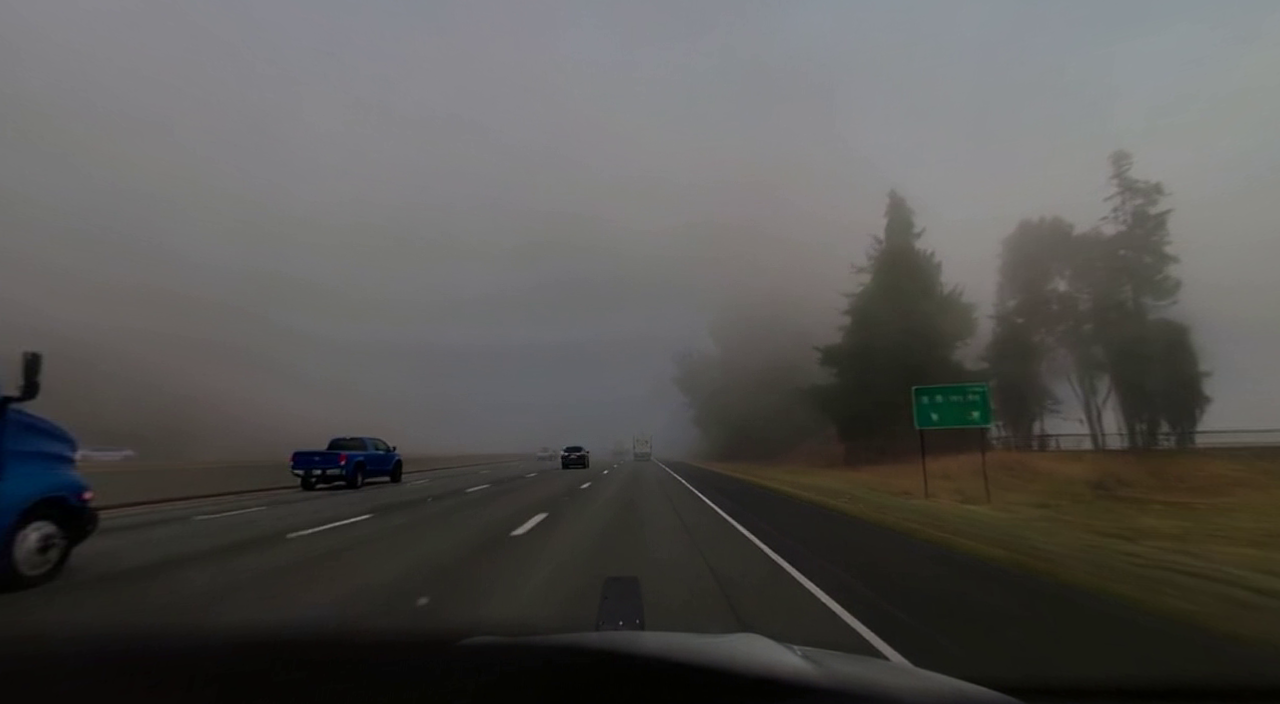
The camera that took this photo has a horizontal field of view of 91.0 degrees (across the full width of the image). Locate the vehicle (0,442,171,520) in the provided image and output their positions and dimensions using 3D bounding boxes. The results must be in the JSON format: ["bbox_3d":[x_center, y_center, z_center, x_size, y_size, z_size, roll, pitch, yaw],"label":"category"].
[{"bbox_3d":[-13.789,2.954,14.969,1.899,1.565,4.358,0,-9,0],"label":"vehicle"}]

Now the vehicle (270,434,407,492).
[{"bbox_3d":[-10.264,3.825,22.072,2.146,1.764,5.510,0,-9,-1],"label":"vehicle"}]

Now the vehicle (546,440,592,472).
[{"bbox_3d":[-4.003,5.945,36.078,2.094,1.695,4.260,0,-9,1],"label":"vehicle"}]
